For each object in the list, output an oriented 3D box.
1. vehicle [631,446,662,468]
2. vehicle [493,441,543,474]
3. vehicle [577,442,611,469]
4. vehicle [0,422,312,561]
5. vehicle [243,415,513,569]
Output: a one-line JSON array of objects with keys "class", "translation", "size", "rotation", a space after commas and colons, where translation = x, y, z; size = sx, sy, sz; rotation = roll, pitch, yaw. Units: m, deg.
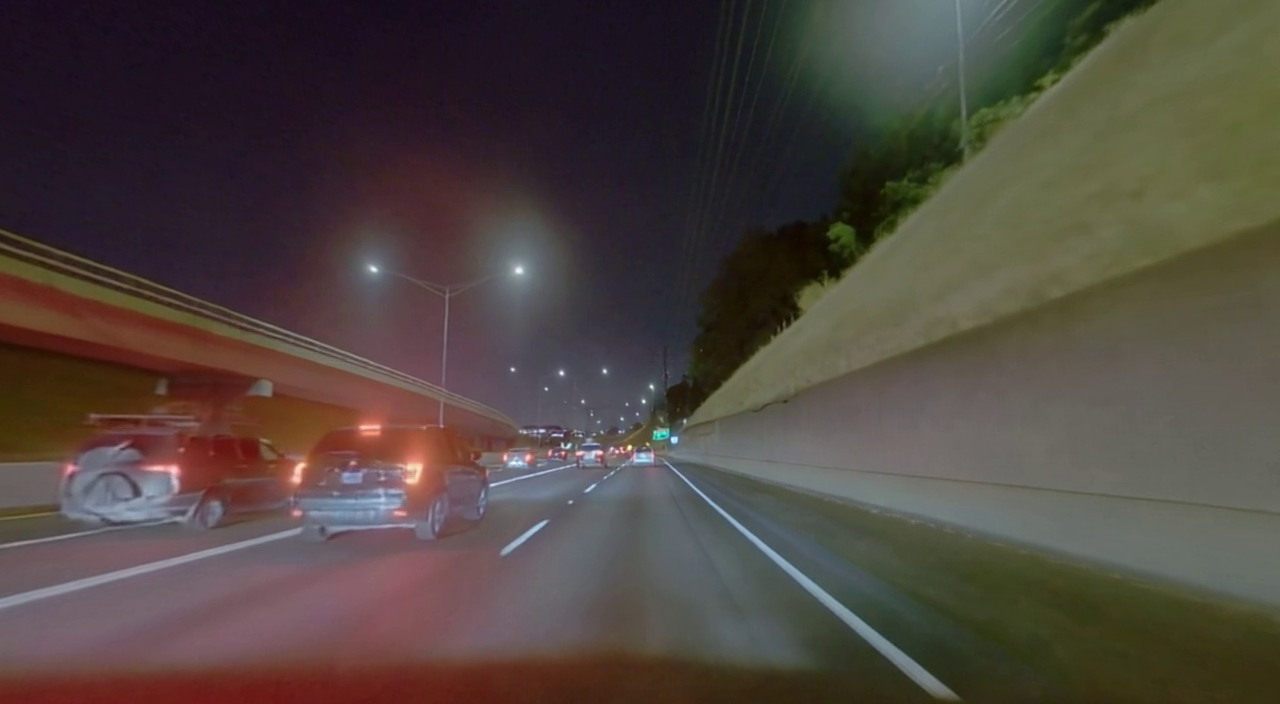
[{"class": "vehicle", "translation": [0.399, 7.241, 43.681], "size": [2.074, 1.465, 3.977], "rotation": [0, -8, -1]}, {"class": "vehicle", "translation": [-7.252, 6.303, 37.880], "size": [2.084, 1.815, 4.406], "rotation": [0, -8, 1]}, {"class": "vehicle", "translation": [-3.229, 7.392, 45.160], "size": [2.093, 1.831, 4.712], "rotation": [0, -8, 0]}, {"class": "vehicle", "translation": [-7.227, 1.985, 9.743], "size": [1.959, 1.652, 4.170], "rotation": [0, -8, 1]}, {"class": "vehicle", "translation": [-3.428, 1.909, 9.427], "size": [2.052, 1.731, 4.372], "rotation": [0, -8, 1]}]
